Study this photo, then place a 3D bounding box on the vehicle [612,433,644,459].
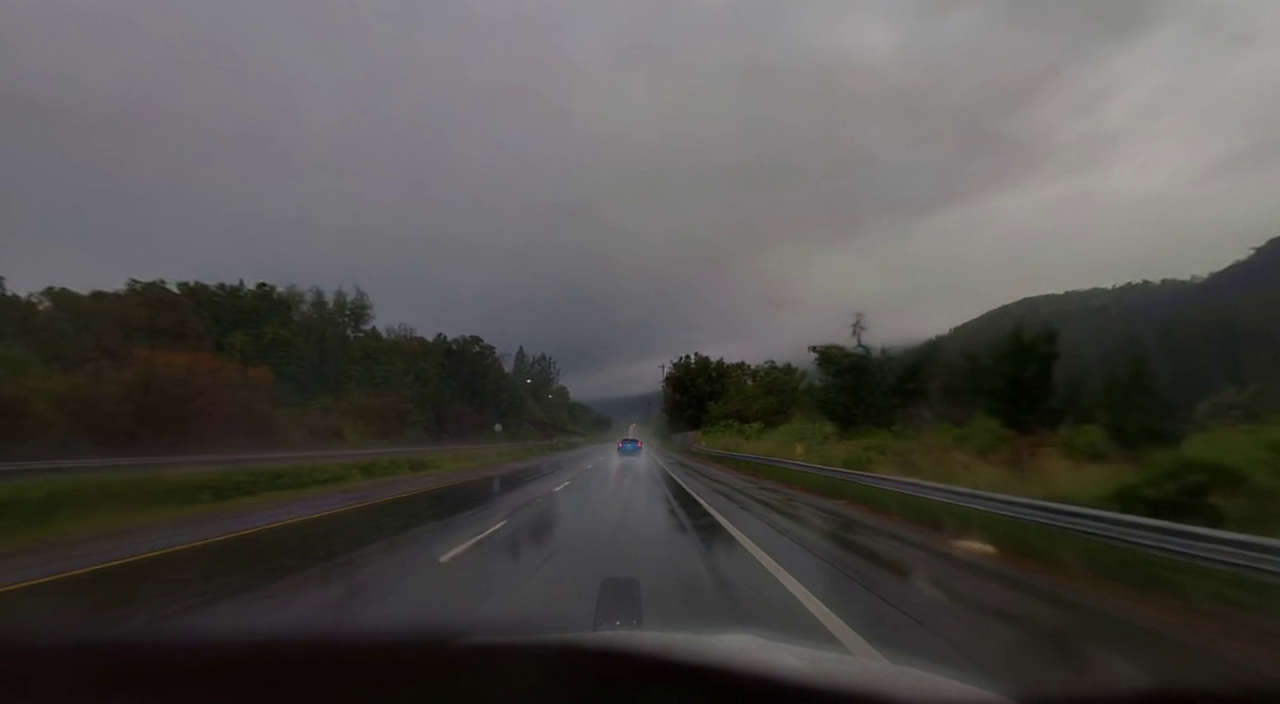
[{"bbox_3d":[-0.827,6.596,44.366,2.180,1.717,4.139,0,-8,-1],"label":"vehicle"}]
